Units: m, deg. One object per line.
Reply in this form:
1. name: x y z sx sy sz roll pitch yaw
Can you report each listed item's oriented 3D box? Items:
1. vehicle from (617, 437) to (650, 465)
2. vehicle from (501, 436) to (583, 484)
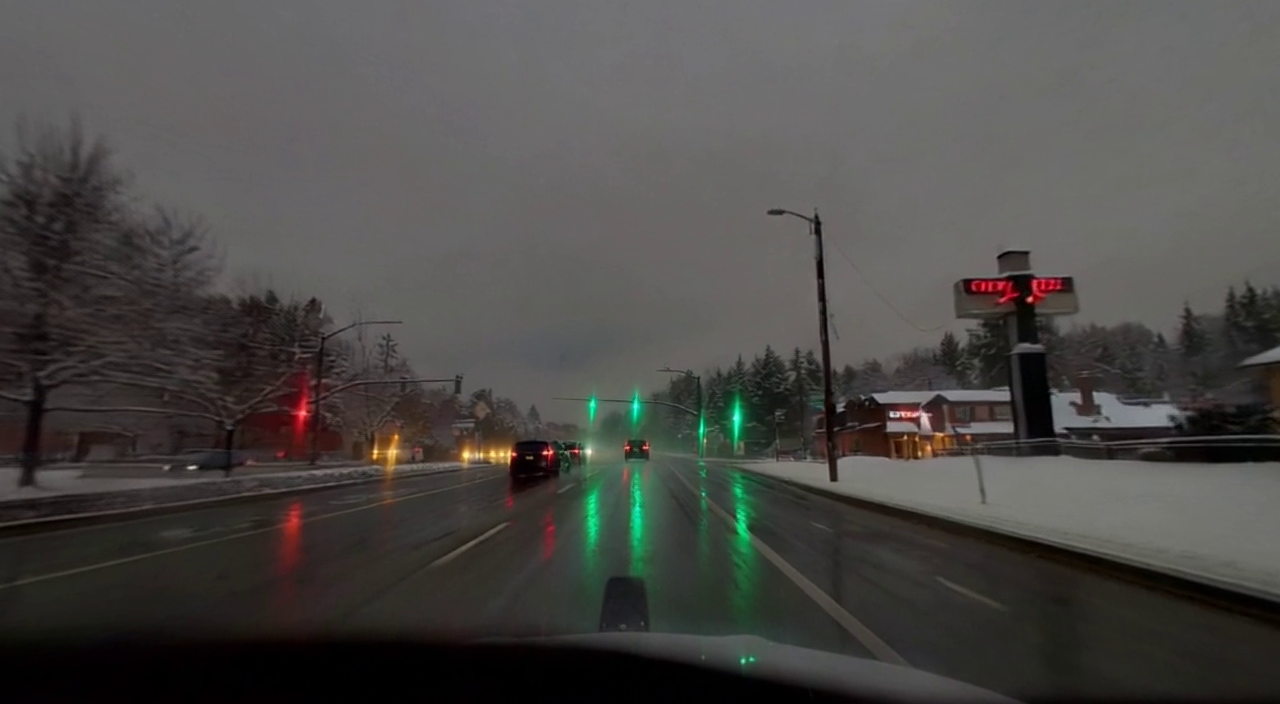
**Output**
1. vehicle: -0.400 6.832 43.659 2.153 1.764 4.047 0 -8 0
2. vehicle: -3.277 3.703 21.954 2.015 1.470 4.458 0 -8 1
